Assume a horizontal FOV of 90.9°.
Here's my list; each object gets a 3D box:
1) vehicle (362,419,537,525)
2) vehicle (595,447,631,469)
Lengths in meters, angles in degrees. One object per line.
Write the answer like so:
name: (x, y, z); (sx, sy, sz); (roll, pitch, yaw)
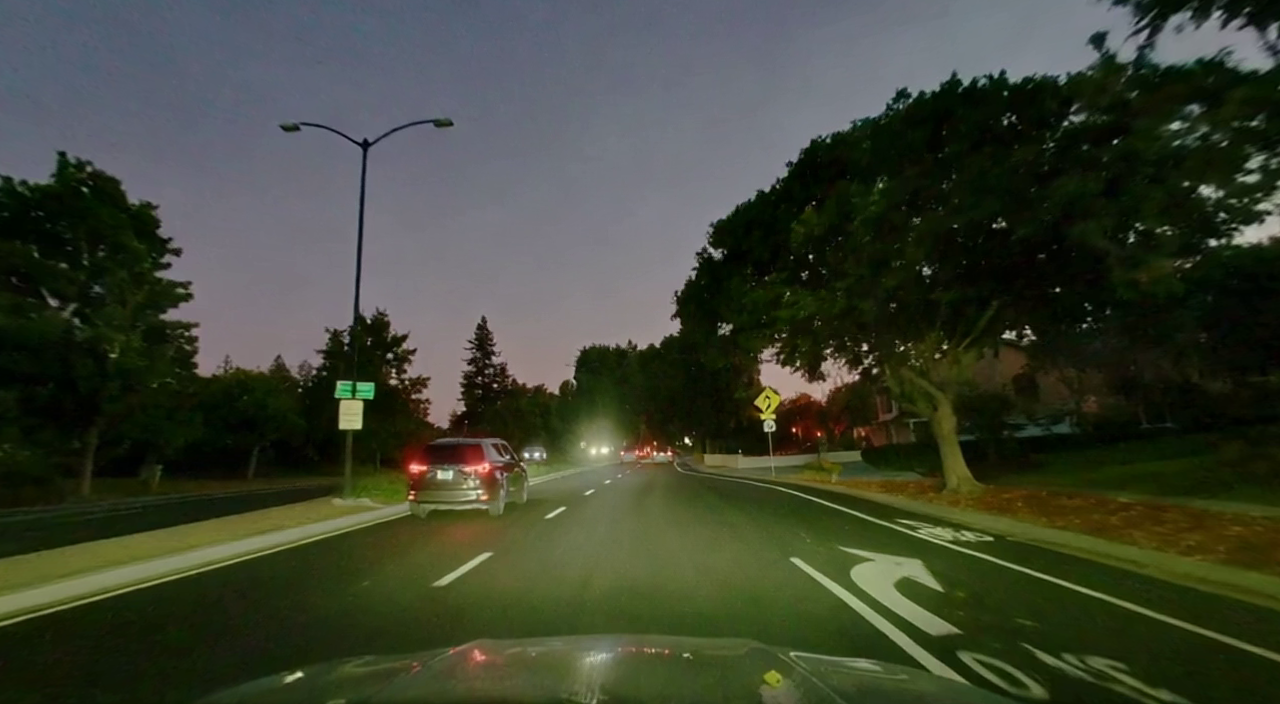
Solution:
vehicle: (-3.572, 2.339, 12.821); (2.073, 1.770, 4.302); (0, -8, 2)
vehicle: (-1.857, 7.539, 45.125); (2.119, 1.494, 4.624); (0, -8, 3)
